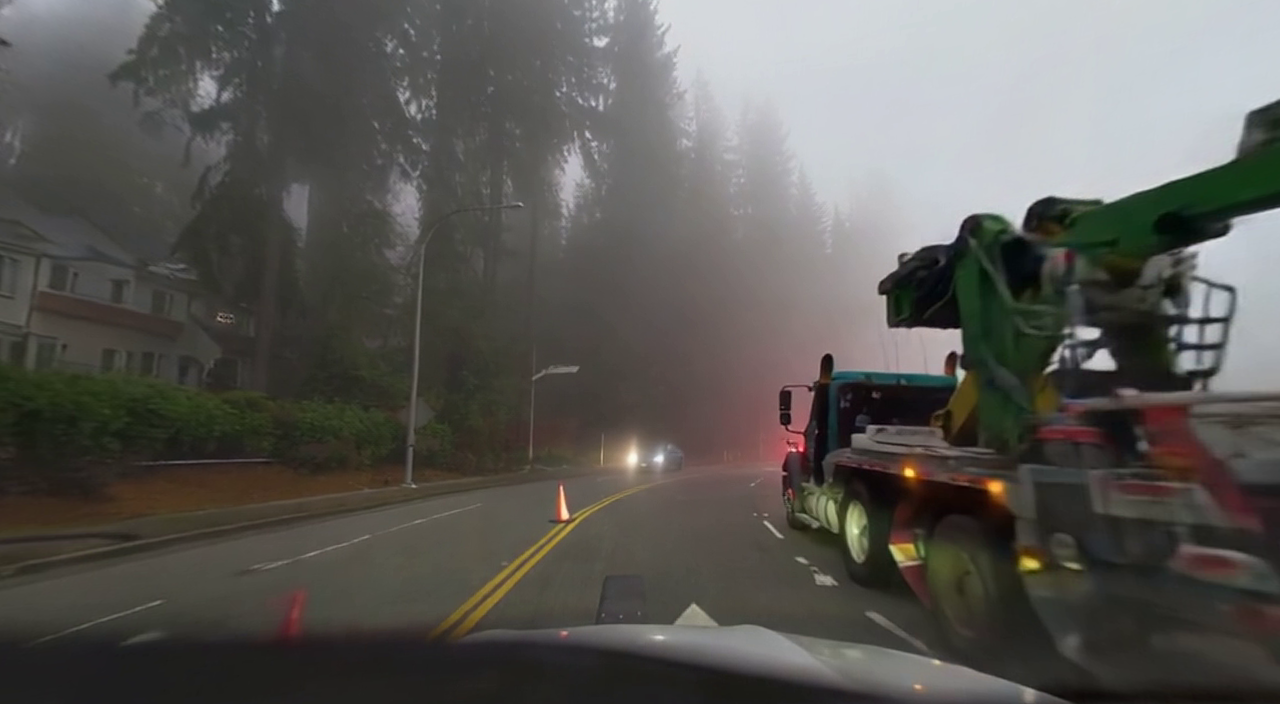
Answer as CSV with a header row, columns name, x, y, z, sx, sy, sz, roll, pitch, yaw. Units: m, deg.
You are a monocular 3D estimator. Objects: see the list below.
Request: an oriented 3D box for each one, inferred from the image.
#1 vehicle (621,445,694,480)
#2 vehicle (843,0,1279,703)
name,x,y,z,sx,sy,sz,roll,pitch,yaw
vehicle,0.934,5.222,30.179,1.945,1.494,4.201,-4,-10,25
vehicle,3.565,0.462,4.217,2.874,2.542,4.840,0,-9,2
